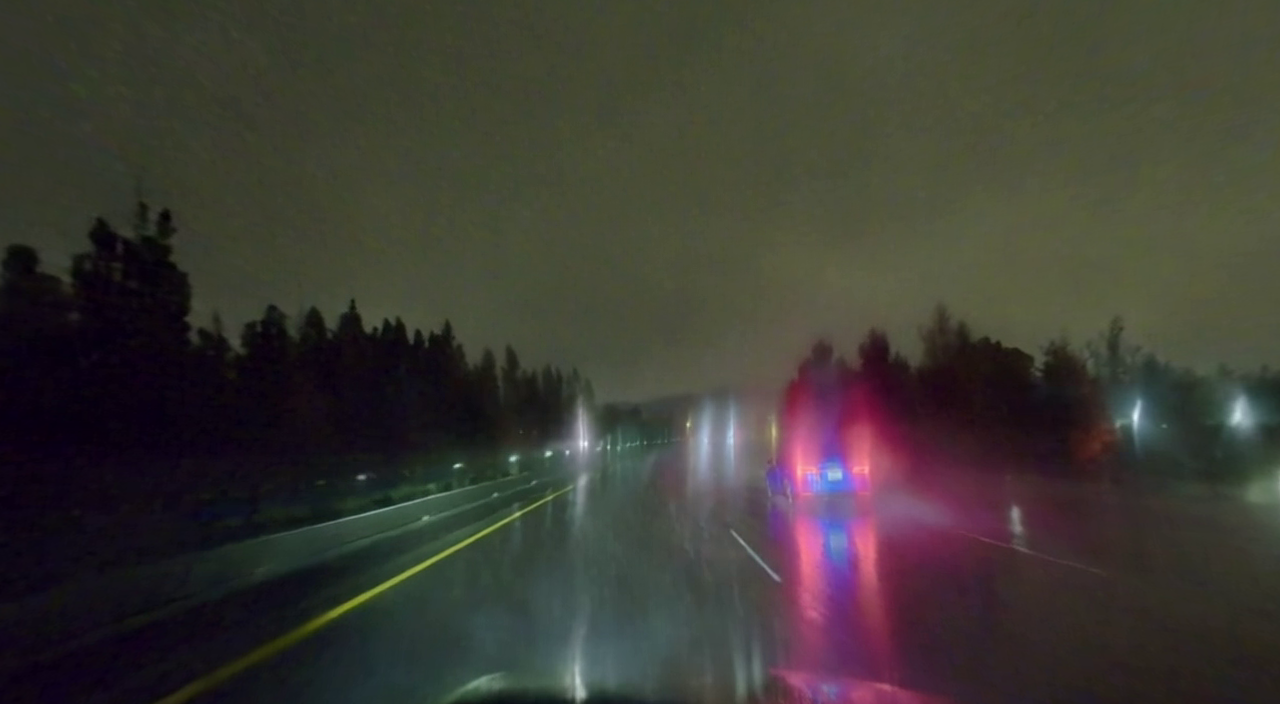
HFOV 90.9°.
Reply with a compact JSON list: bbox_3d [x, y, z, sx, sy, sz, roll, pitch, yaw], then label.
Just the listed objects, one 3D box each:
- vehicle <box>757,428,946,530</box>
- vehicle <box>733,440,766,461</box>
[{"bbox_3d":[3.682,2.292,11.984,2.050,1.546,4.344,0,-8,0],"label":"vehicle"},{"bbox_3d":[8.272,7.494,47.942,1.924,1.479,4.054,-1,-8,2],"label":"vehicle"}]
